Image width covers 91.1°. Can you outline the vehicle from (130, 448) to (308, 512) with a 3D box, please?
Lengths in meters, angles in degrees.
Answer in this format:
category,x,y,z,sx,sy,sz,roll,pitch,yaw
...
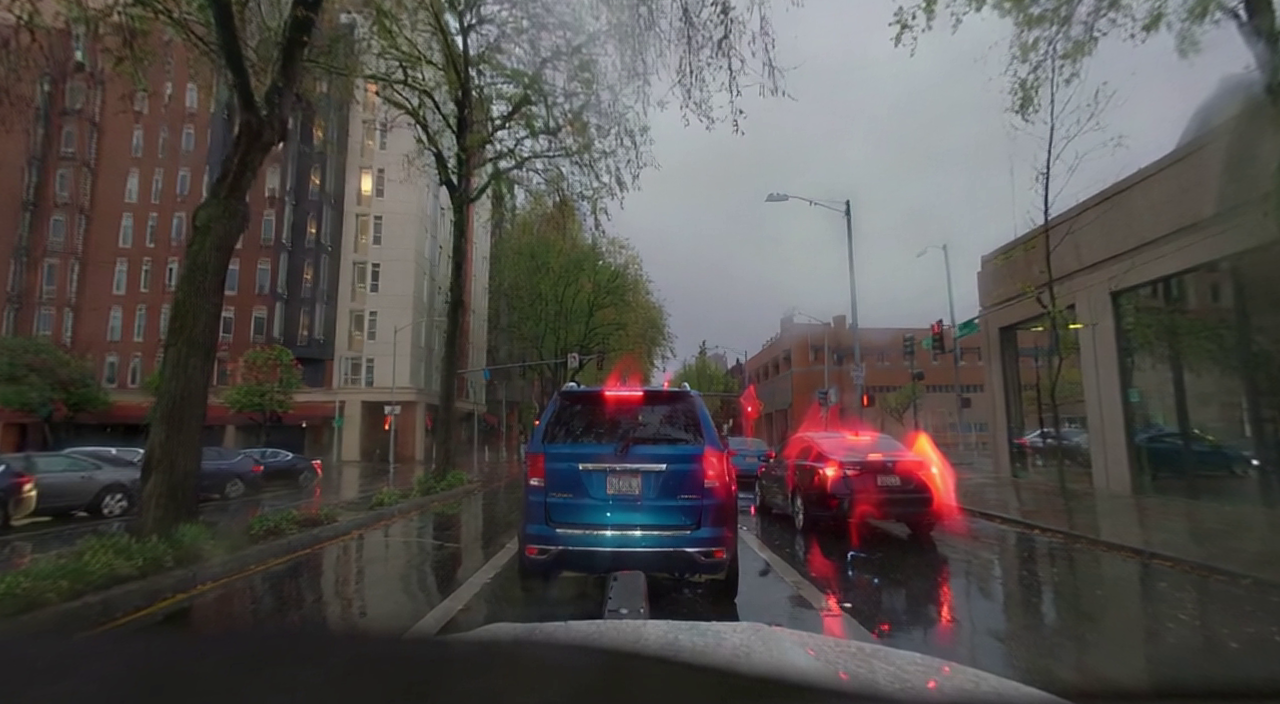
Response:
category,x,y,z,sx,sy,sz,roll,pitch,yaw
vehicle,-12.490,3.778,19.130,2.207,1.648,4.675,0,-8,-1

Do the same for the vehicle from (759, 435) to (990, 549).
category,x,y,z,sx,sy,sz,roll,pitch,yaw
vehicle,3.349,2.078,10.031,2.056,1.422,4.130,0,-8,-1

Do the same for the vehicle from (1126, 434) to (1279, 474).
category,x,y,z,sx,sy,sz,roll,pitch,yaw
vehicle,22.160,4.034,24.962,4.055,1.469,1.848,-4,-9,26

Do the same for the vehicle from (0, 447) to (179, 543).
category,x,y,z,sx,sy,sz,roll,pitch,yaw
vehicle,-12.546,2.908,13.455,1.891,1.723,4.360,0,-8,1

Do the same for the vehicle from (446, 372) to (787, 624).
category,x,y,z,sx,sy,sz,roll,pitch,yaw
vehicle,-0.157,1.366,6.767,2.453,1.816,4.300,0,-8,0
